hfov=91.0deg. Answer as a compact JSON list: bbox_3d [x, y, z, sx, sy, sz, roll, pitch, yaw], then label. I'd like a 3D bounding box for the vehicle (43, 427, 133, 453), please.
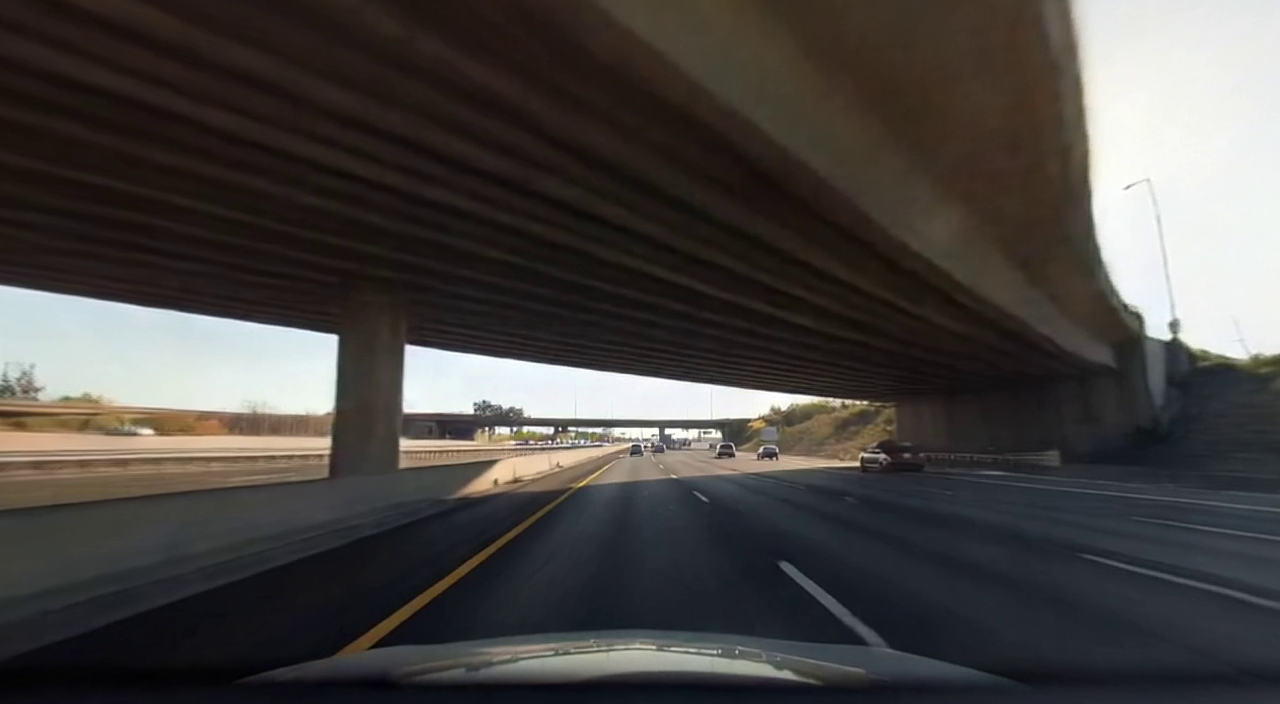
[{"bbox_3d":[-33.358,5.336,38.168,1.724,1.453,4.075,0,-8,0],"label":"vehicle"}]
